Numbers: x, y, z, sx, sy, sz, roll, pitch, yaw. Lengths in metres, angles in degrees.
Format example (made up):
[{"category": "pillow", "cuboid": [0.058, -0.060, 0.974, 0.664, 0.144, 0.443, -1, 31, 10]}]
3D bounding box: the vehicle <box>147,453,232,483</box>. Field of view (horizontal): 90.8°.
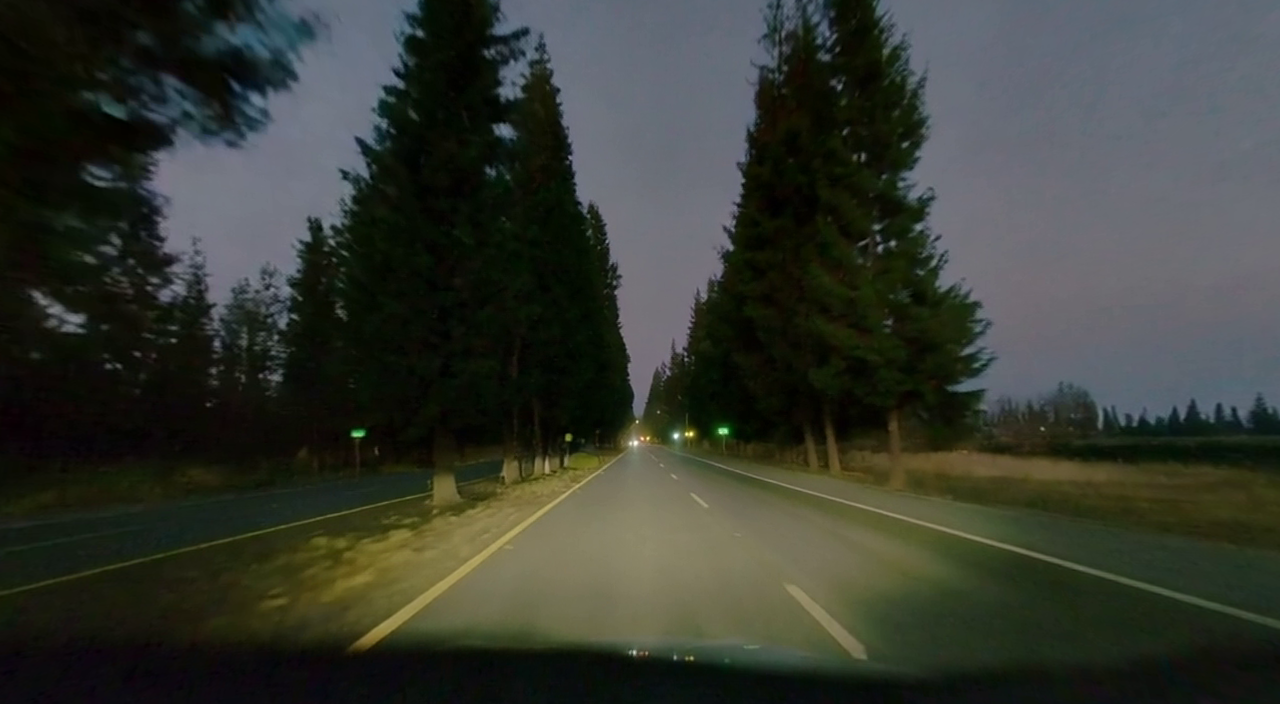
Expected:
[{"category": "vehicle", "cuboid": [-26.172, 6.710, 36.871, 1.732, 1.405, 4.457, -4, -8, 0]}]
